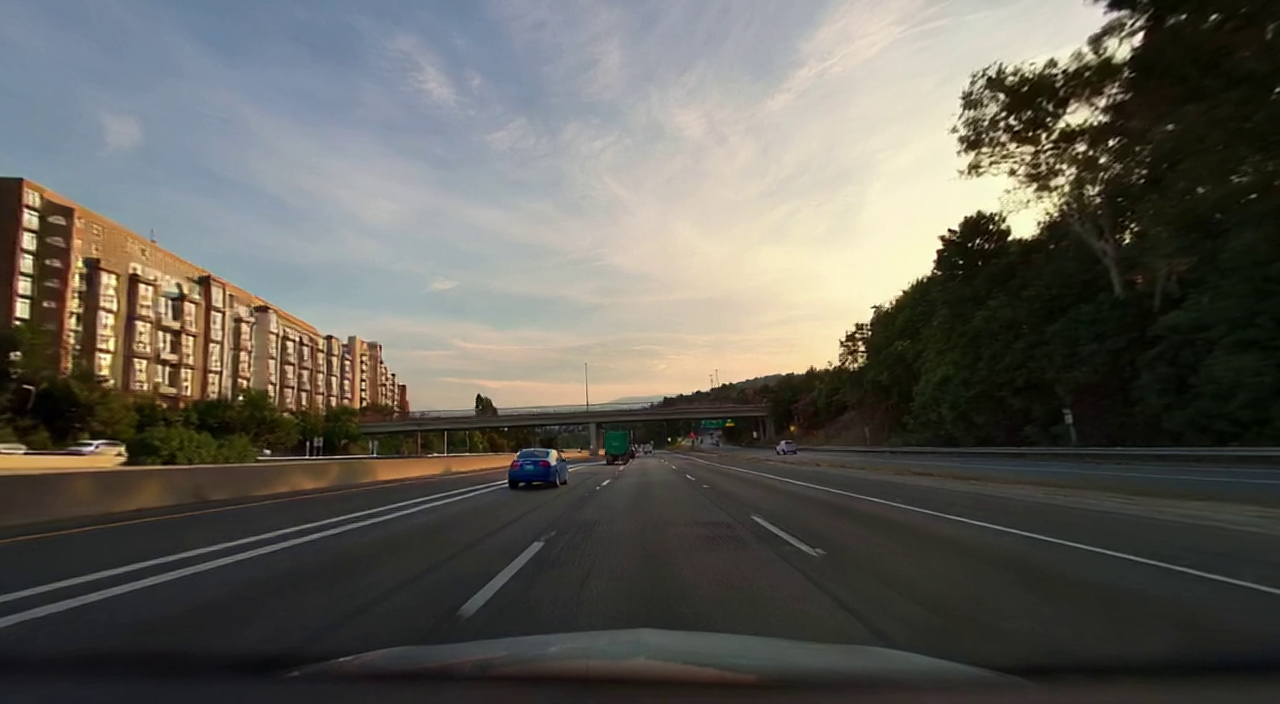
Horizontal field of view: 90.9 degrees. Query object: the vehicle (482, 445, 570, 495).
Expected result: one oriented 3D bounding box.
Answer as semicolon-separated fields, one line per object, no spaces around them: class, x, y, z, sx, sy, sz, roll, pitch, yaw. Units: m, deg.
vehicle;-3.709;3.933;21.341;2.039;1.478;4.483;0;-9;1
